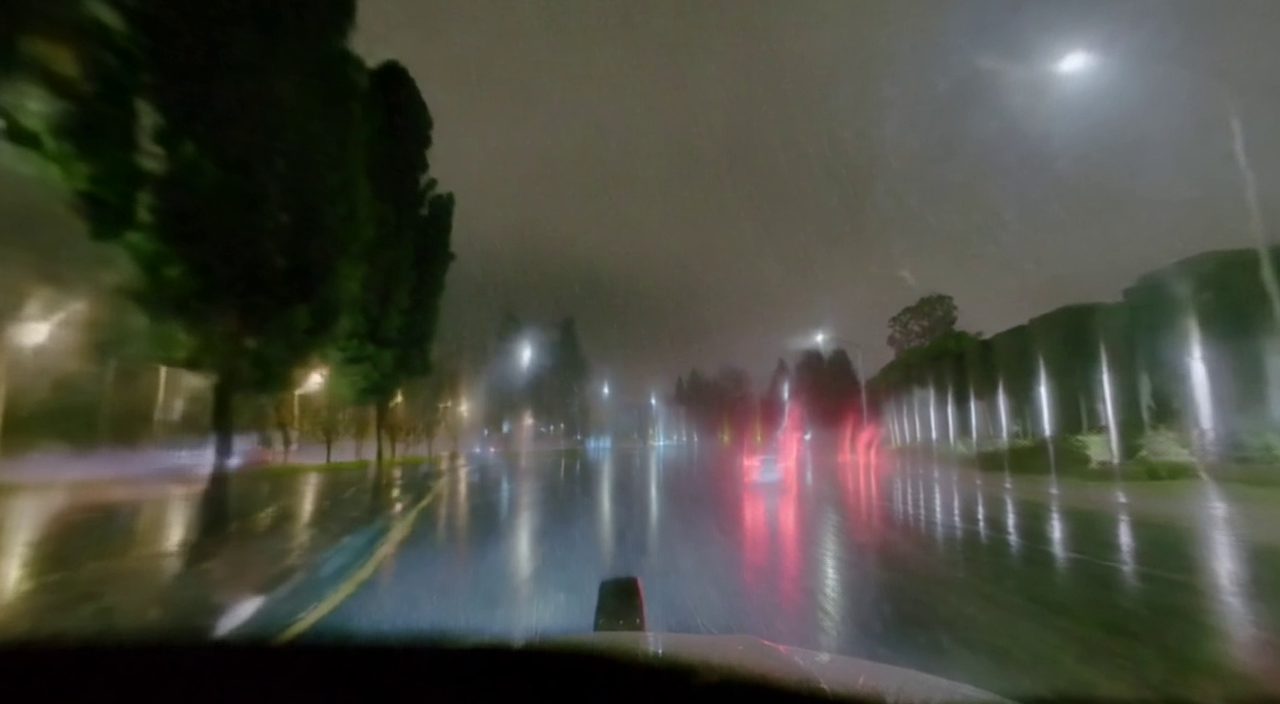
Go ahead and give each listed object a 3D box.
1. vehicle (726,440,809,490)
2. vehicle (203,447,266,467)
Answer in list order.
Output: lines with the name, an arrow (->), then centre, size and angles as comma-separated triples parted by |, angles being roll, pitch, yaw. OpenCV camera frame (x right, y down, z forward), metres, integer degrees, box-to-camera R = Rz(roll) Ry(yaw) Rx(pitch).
vehicle -> 4.126, 3.731, 21.214 | 1.928, 1.481, 4.453 | 0, -9, 1
vehicle -> -30.797, 7.977, 48.132 | 1.800, 1.479, 4.066 | 0, -9, 6
